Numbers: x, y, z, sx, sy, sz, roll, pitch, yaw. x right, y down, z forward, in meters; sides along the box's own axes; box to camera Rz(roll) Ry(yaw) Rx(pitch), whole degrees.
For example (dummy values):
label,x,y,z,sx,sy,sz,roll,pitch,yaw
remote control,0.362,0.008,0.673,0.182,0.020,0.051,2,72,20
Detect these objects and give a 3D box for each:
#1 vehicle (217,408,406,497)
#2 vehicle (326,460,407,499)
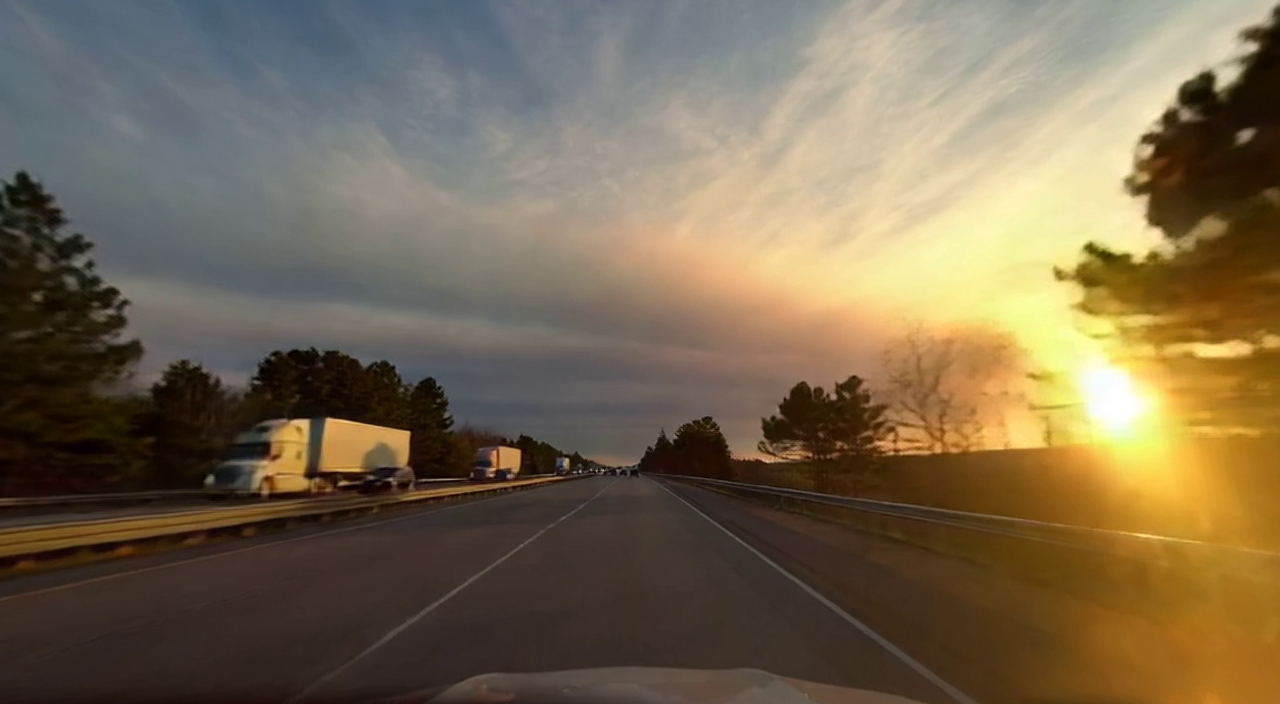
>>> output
label,x,y,z,sx,sy,sz,roll,pitch,yaw
vehicle,-16.887,5.672,34.476,2.814,3.790,14.222,1,-11,-1
vehicle,-12.628,5.911,29.378,1.954,1.664,3.938,1,-11,-1
